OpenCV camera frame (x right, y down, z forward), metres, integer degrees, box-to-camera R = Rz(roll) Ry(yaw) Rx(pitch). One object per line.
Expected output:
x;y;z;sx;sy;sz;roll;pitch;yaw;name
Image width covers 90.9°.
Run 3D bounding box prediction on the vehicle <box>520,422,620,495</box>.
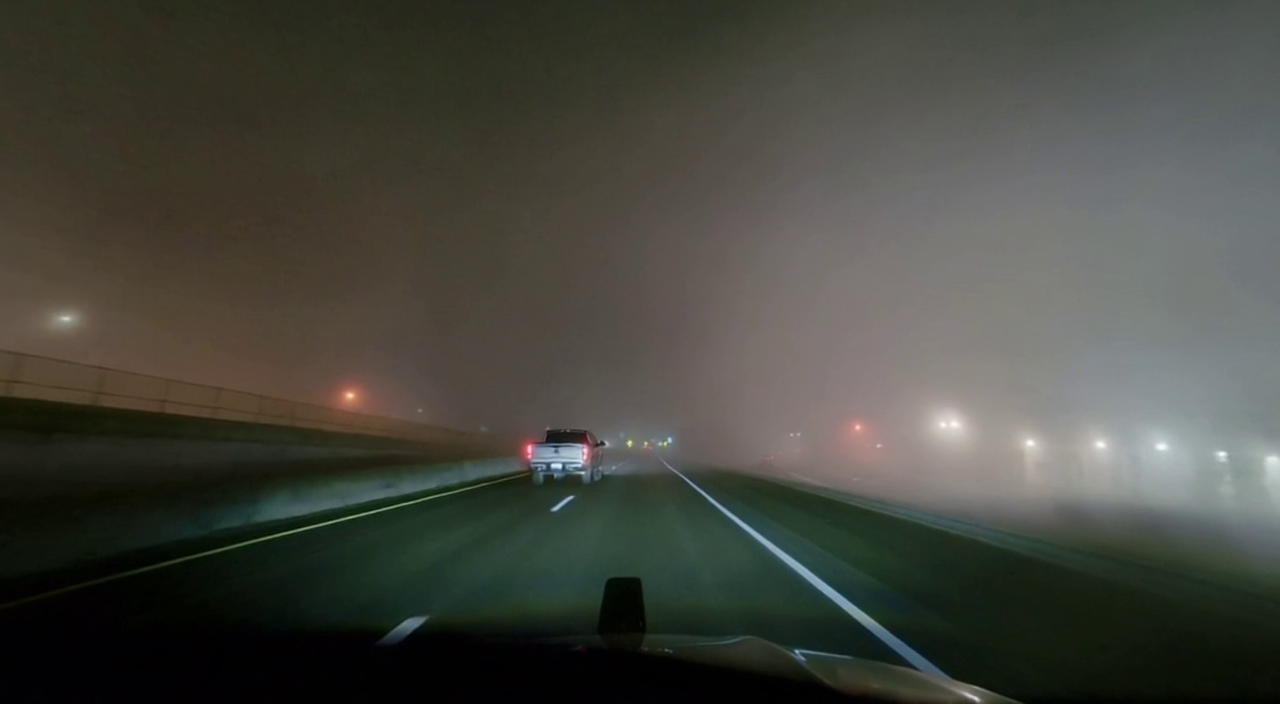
-1.992;3.289;19.860;2.350;1.932;5.562;-1;-8;2;vehicle
